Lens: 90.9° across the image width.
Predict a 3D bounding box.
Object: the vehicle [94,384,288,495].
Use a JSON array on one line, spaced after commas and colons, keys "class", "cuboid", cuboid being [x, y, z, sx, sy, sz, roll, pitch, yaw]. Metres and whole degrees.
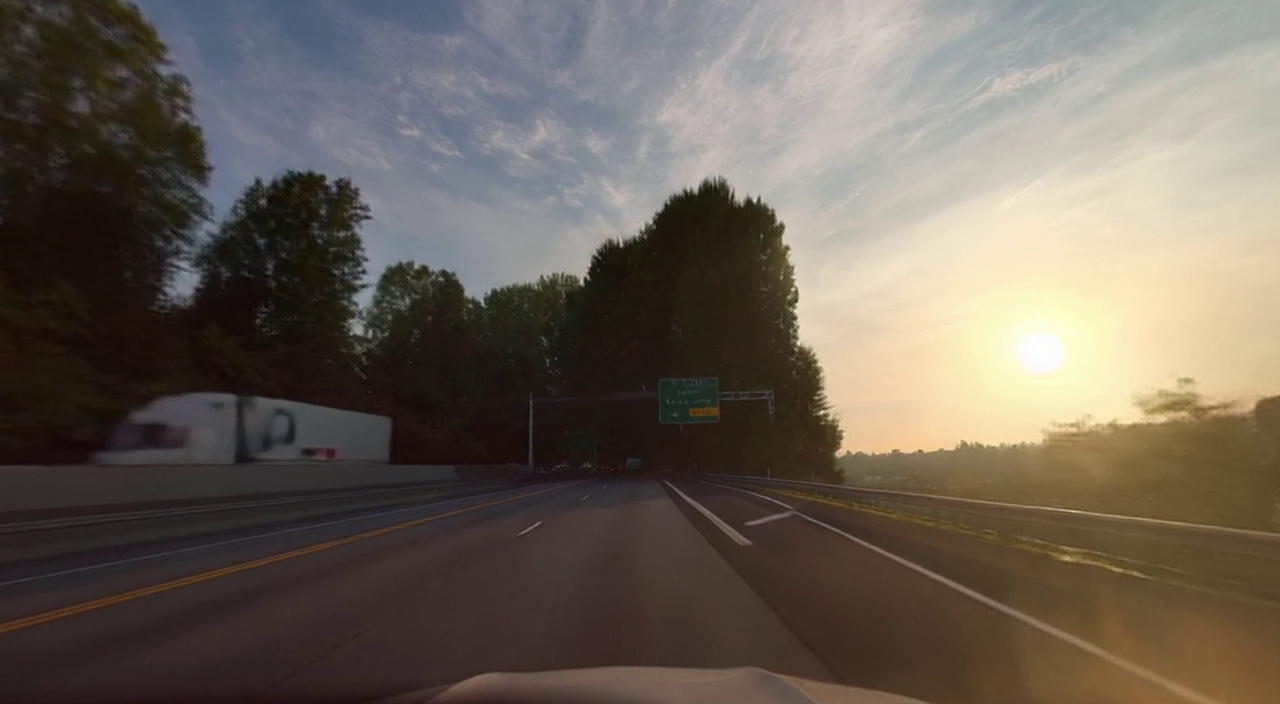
[{"class": "vehicle", "cuboid": [-17.378, 3.583, 25.068, 3.016, 3.847, 5.834, 1, -10, 1]}]
